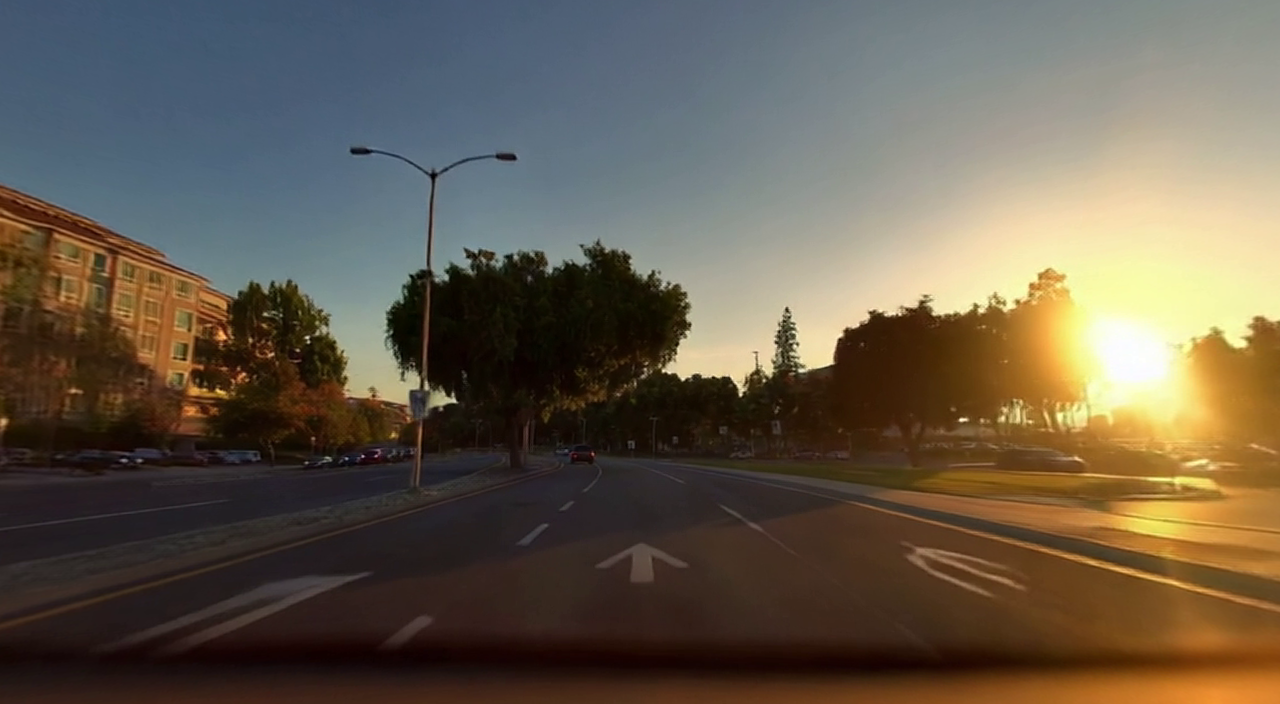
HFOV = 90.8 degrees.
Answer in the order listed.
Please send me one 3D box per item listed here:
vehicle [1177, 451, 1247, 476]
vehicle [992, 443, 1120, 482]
[{"bbox_3d":[45.078,8.751,49.796,4.338,1.760,2.435,4,-10,-26],"label":"vehicle"},{"bbox_3d":[24.169,6.427,37.013,2.337,1.969,5.826,7,-11,-23],"label":"vehicle"}]
